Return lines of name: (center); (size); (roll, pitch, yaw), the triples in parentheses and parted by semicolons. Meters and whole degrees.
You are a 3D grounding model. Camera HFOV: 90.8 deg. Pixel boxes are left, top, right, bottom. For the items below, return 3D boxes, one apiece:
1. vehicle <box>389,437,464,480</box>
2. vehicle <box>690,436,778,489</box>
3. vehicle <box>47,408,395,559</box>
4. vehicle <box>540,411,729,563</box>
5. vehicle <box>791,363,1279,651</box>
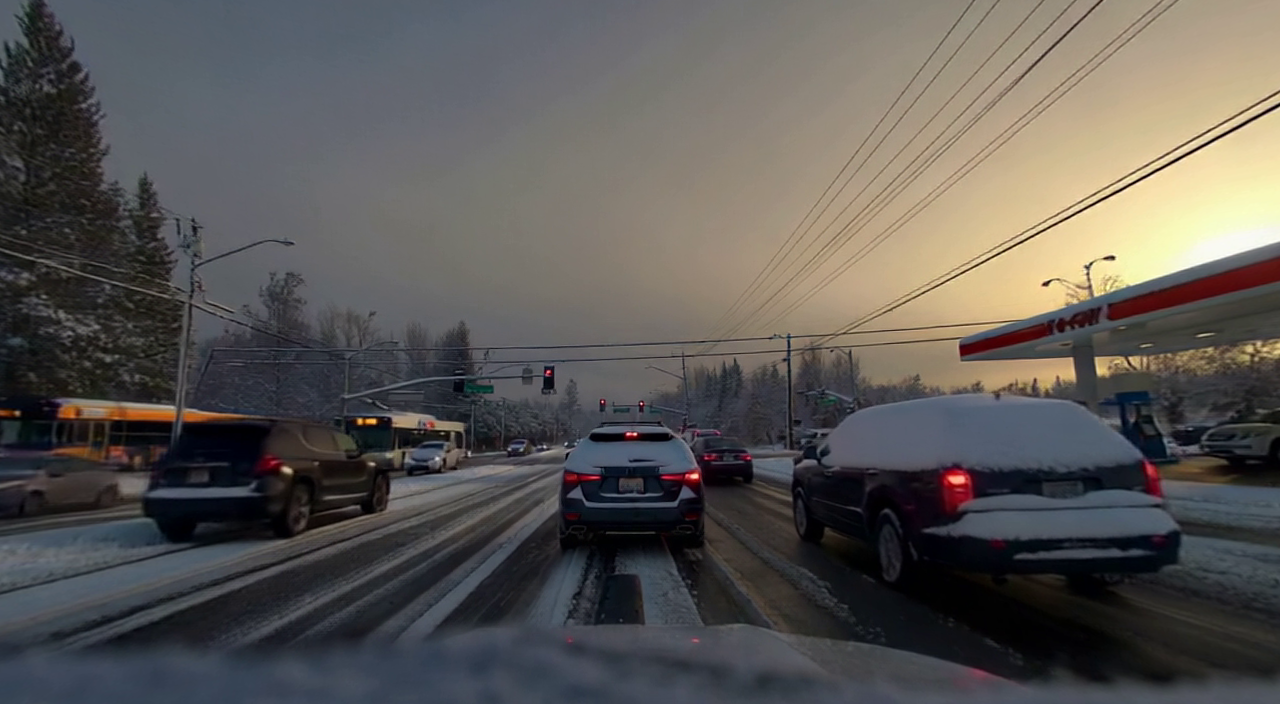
vehicle: (-10.395, 5.174, 31.082); (2.163, 1.812, 4.686); (-3, -8, -1)
vehicle: (2.862, 3.501, 20.353); (2.040, 1.481, 4.407); (0, -9, -2)
vehicle: (-5.994, 1.946, 10.119); (2.190, 1.795, 4.993); (0, -9, -1)
vehicle: (-0.107, 1.803, 9.112); (2.087, 1.677, 4.053); (0, -9, -1)
vehicle: (3.064, 1.284, 6.195); (2.049, 1.813, 4.245); (0, -9, -1)
